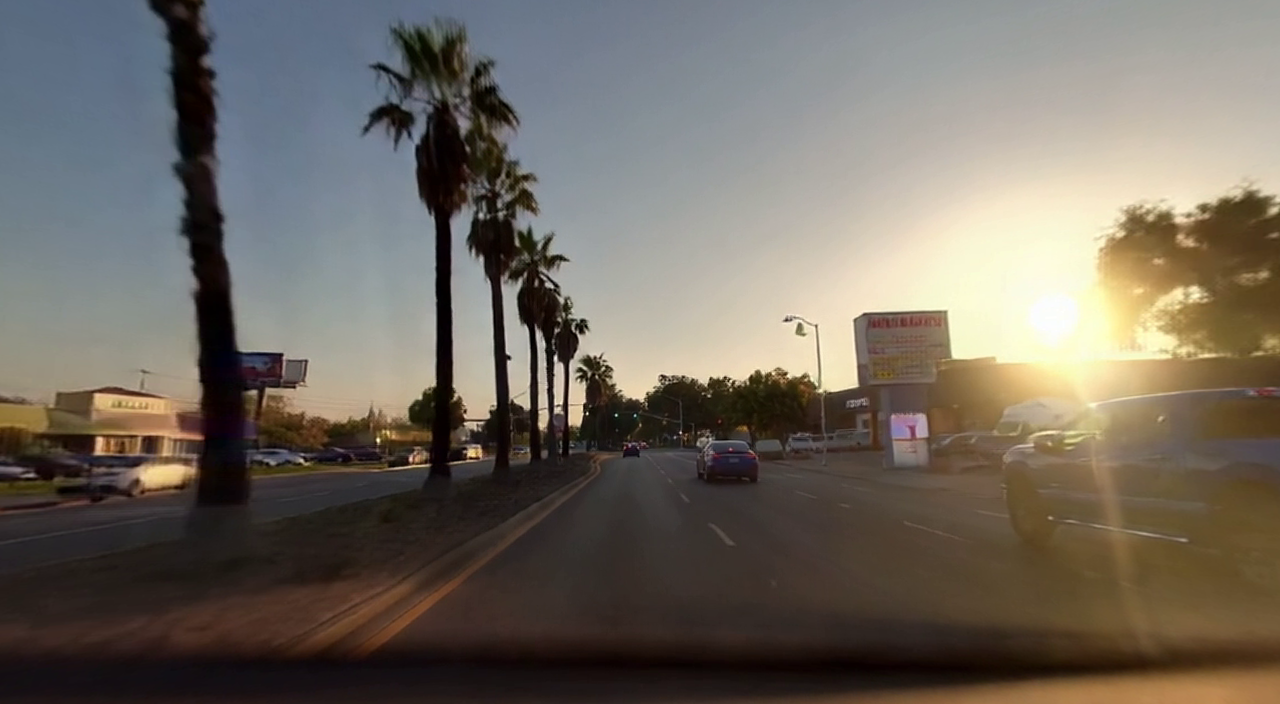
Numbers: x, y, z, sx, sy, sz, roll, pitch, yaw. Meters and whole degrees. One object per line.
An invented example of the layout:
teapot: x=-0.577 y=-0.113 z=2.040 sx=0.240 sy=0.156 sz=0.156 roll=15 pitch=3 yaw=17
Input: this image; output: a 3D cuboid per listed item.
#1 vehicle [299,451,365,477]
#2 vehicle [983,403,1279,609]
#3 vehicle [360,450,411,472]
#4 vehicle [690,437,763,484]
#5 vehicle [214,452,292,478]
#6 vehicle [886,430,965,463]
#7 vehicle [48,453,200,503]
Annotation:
vehicle: x=-19.570 y=7.111 z=40.386 sx=1.900 sy=1.481 sz=4.684 roll=0 pitch=-9 yaw=0
vehicle: x=6.100 y=1.425 z=6.400 sx=2.140 sy=1.606 sz=5.437 roll=0 pitch=-9 yaw=-1
vehicle: x=-19.681 y=8.427 z=49.132 sx=1.871 sy=1.519 sz=5.002 roll=0 pitch=-9 yaw=0
vehicle: x=3.066 y=3.942 z=23.240 sx=1.889 sy=1.541 sz=4.303 roll=0 pitch=-9 yaw=-2
vehicle: x=-24.564 y=7.170 z=40.328 sx=1.899 sy=1.499 sz=4.911 roll=0 pitch=-9 yaw=-1
vehicle: x=18.389 y=6.159 z=41.067 sx=2.300 sy=1.966 sz=6.004 roll=0 pitch=-9 yaw=0
vehicle: x=-19.395 y=4.694 z=24.101 sx=1.840 sy=1.524 sz=4.923 roll=-3 pitch=-8 yaw=-2
